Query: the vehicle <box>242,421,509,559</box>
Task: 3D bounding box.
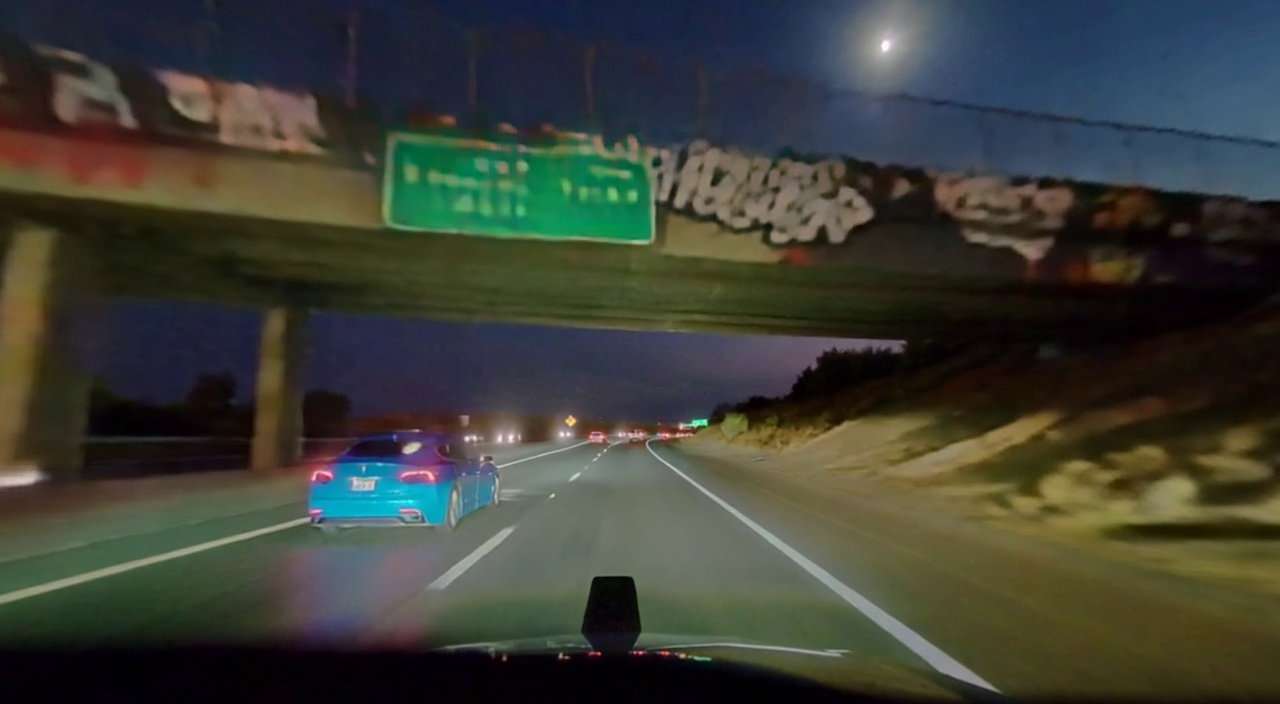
[{"bbox_3d":[-3.505,1.899,9.552,2.108,1.555,4.574,0,-8,-1],"label":"vehicle"}]
